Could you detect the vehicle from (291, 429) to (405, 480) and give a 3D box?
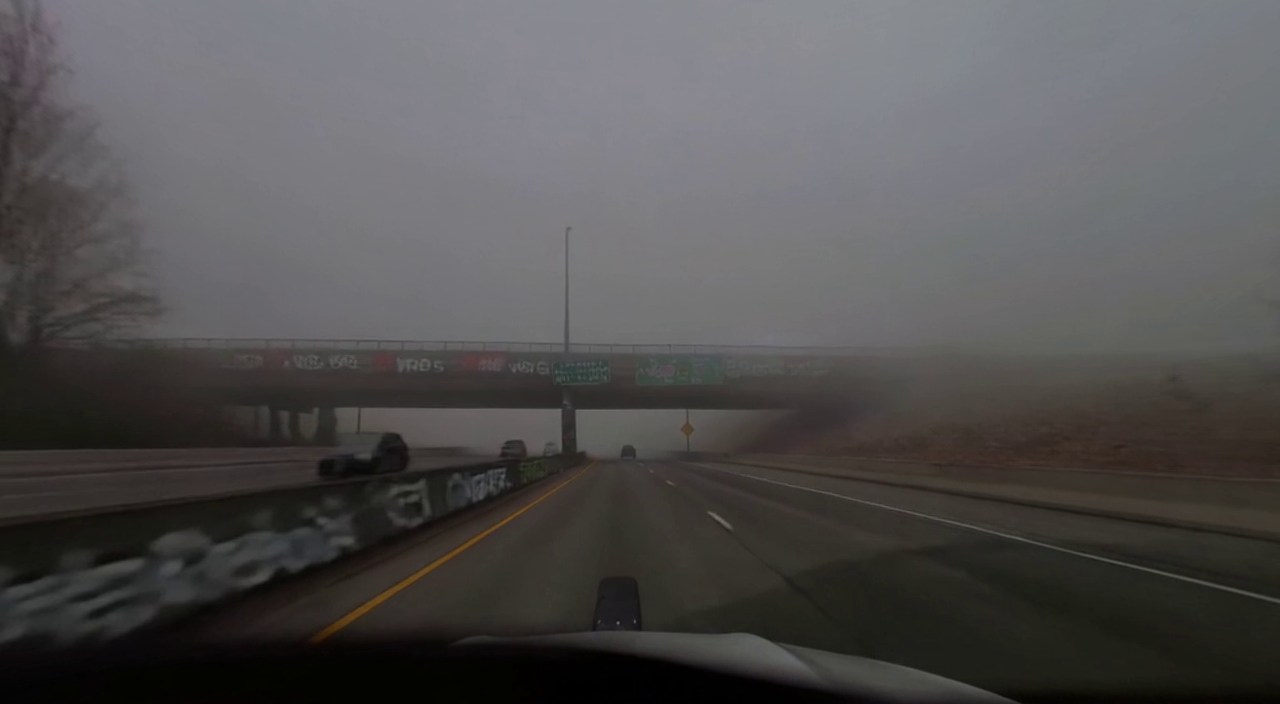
[{"bbox_3d":[-9.697,3.453,21.223,1.877,1.519,4.222,0,-9,-1],"label":"vehicle"}]
